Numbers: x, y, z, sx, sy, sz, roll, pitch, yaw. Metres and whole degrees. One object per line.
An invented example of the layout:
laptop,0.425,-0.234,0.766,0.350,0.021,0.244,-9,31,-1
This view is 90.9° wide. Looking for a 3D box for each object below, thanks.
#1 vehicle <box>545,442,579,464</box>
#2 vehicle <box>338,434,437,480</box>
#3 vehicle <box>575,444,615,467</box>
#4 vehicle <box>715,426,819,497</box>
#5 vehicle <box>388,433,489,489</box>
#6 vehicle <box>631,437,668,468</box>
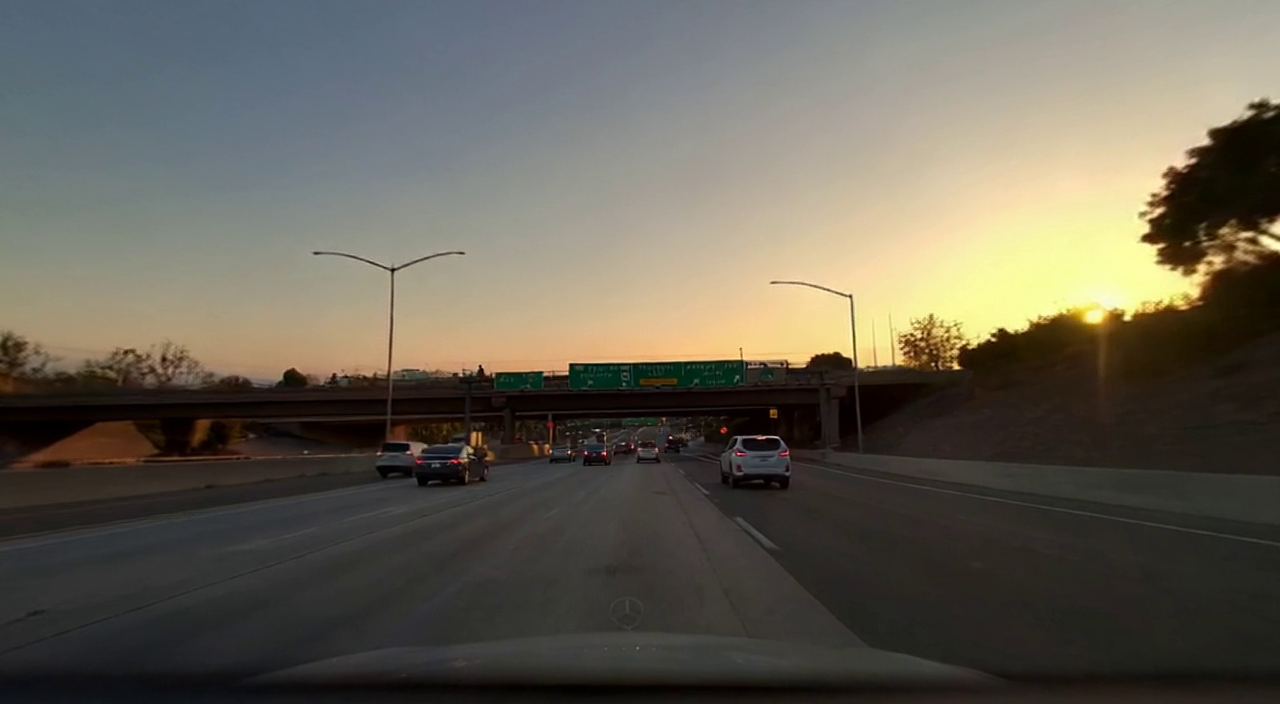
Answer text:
vehicle,-5.971,7.750,48.646,1.992,1.604,3.966,0,-8,1
vehicle,-11.298,4.734,28.765,2.292,1.848,5.285,0,-8,1
vehicle,-2.886,6.811,41.605,2.205,1.406,4.286,0,-8,2
vehicle,3.573,3.195,18.736,2.083,1.823,4.627,0,-8,-1
vehicle,-6.579,3.596,21.117,1.946,1.688,4.019,0,-8,1
vehicle,0.599,6.090,38.296,2.133,1.739,3.925,0,-8,1
